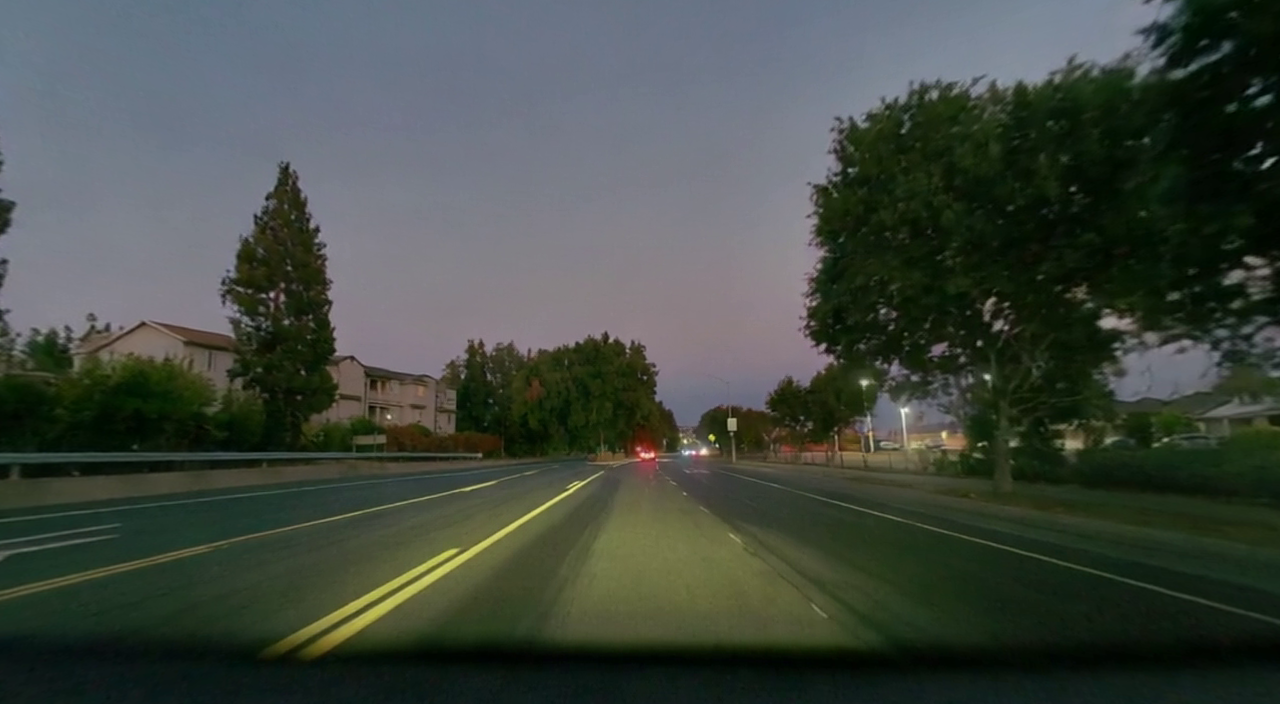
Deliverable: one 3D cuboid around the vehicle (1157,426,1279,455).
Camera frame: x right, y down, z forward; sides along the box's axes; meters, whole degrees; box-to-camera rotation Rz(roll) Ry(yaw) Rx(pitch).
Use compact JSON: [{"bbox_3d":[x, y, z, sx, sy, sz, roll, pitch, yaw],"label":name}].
[{"bbox_3d":[44.624,6.850,48.578,2.249,2.055,7.098,3,-9,-24],"label":"vehicle"}]
